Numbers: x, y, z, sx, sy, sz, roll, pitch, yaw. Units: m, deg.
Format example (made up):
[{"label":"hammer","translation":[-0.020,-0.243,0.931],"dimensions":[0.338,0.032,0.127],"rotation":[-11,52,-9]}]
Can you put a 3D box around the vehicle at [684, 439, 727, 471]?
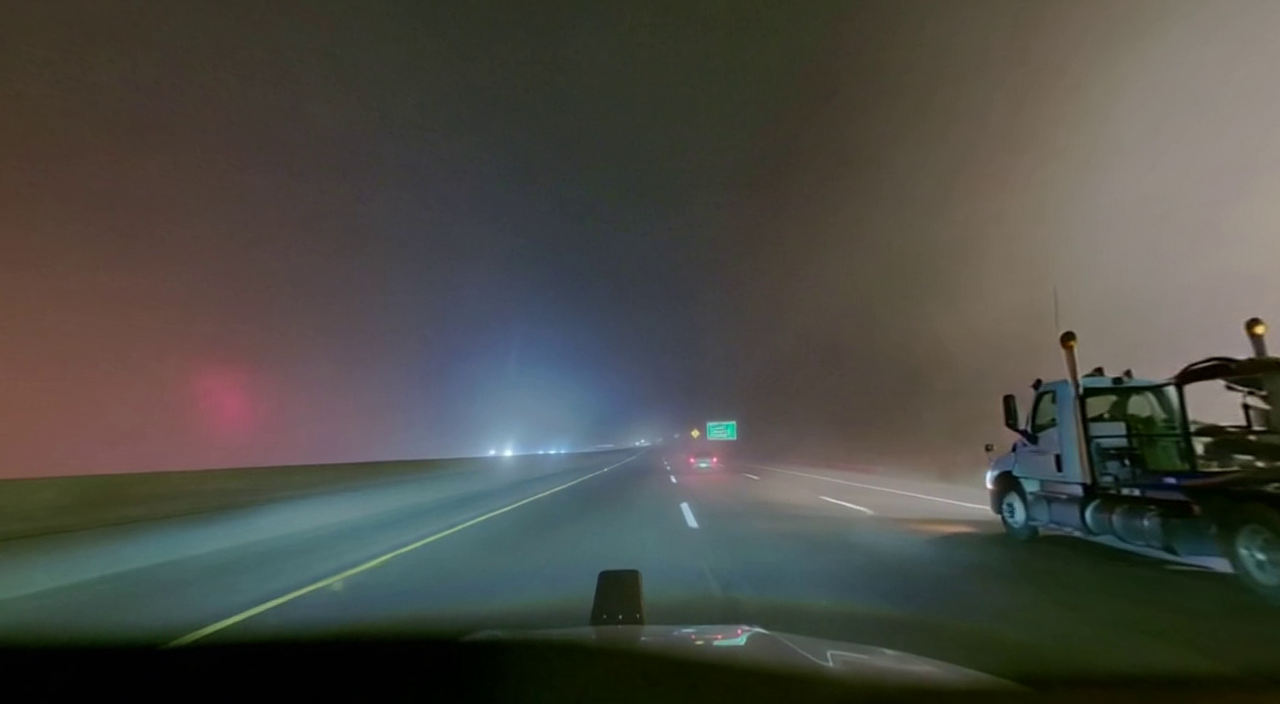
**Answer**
[{"label":"vehicle","translation":[4.272,6.830,41.894],"dimensions":[2.309,2.003,5.139],"rotation":[0,-9,0]}]
